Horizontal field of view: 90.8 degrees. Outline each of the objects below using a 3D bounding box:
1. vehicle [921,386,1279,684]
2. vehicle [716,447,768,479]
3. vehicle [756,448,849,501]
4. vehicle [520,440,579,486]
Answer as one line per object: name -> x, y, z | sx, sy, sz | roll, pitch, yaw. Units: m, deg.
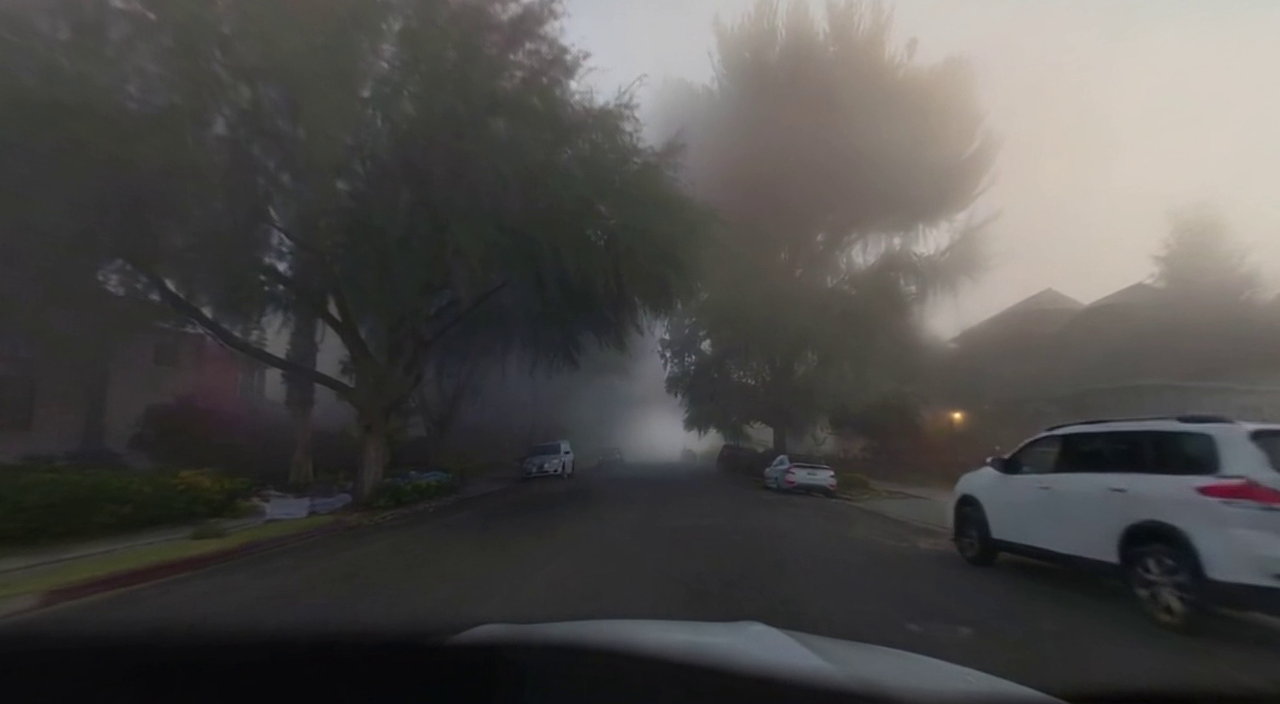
vehicle -> 5.072, 1.547, 6.440 | 2.131, 1.824, 5.229 | 2, -9, 1
vehicle -> 5.318, 5.826, 33.538 | 1.991, 1.554, 4.501 | 0, -9, 0
vehicle -> 5.298, 4.028, 21.222 | 2.056, 1.464, 4.493 | 2, -9, 2
vehicle -> -4.191, 5.212, 30.034 | 2.149, 1.877, 5.082 | -2, -9, -1
